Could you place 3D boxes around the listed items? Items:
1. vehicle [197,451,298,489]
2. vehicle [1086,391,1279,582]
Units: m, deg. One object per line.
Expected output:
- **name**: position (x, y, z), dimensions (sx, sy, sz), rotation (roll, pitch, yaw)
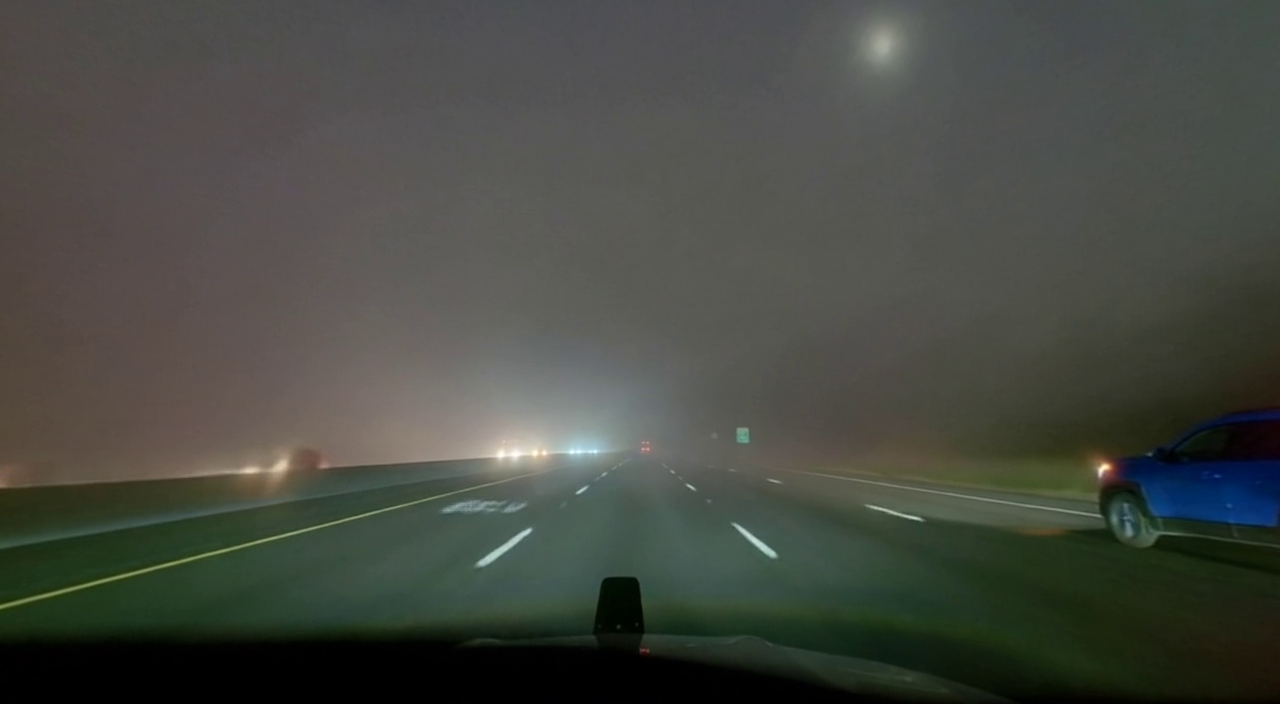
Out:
- **vehicle**: position (-17.077, 5.104, 27.669), dimensions (1.815, 1.510, 3.960), rotation (0, -9, 1)
- **vehicle**: position (7.373, 1.327, 6.210), dimensions (2.186, 1.848, 5.136), rotation (0, -9, 0)
